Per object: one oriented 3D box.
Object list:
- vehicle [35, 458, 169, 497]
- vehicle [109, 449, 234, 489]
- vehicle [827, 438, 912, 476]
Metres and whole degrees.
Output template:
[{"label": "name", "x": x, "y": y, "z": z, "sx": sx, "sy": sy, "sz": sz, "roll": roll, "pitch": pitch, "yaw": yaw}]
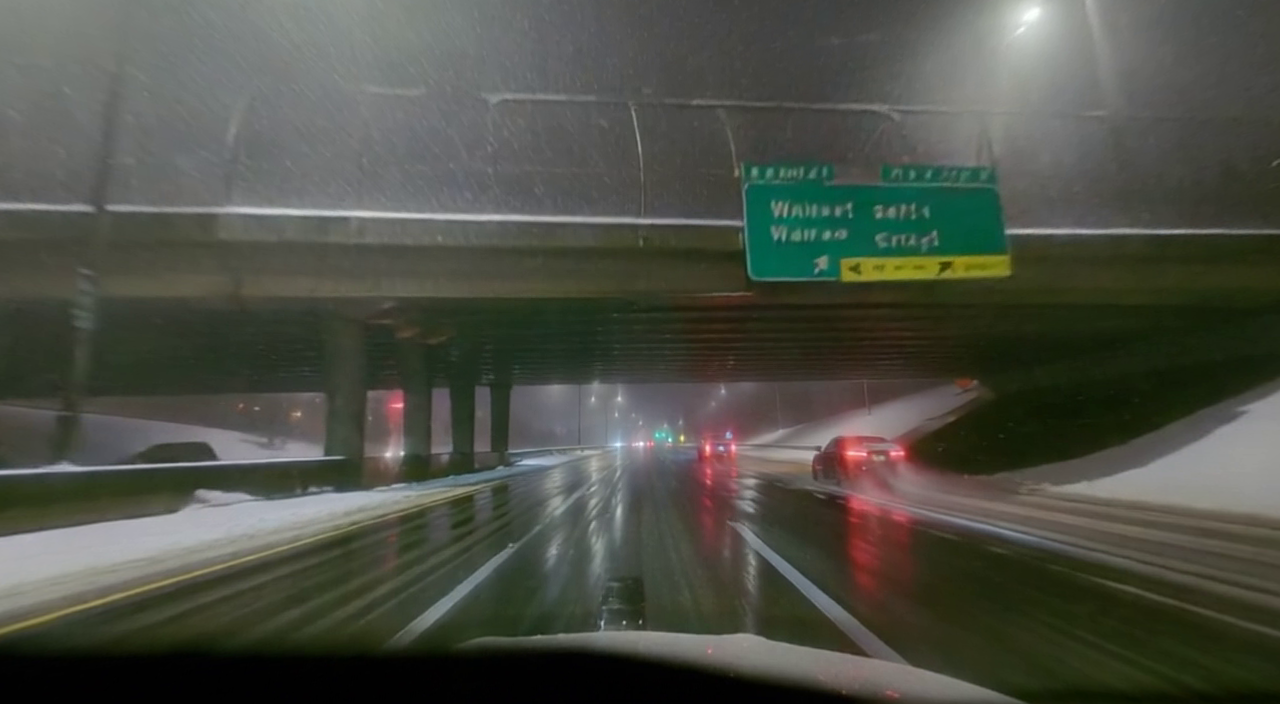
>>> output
[{"label": "vehicle", "x": -23.711, "y": 5.502, "z": 28.057, "sx": 1.946, "sy": 1.502, "sz": 4.540, "roll": 0, "pitch": -9, "yaw": 0}, {"label": "vehicle", "x": -20.360, "y": 5.081, "z": 27.726, "sx": 1.854, "sy": 1.569, "sz": 4.695, "roll": 0, "pitch": -9, "yaw": 0}, {"label": "vehicle", "x": 10.056, "y": 4.626, "z": 28.104, "sx": 2.000, "sy": 1.514, "sz": 4.585, "roll": 0, "pitch": -9, "yaw": -1}]
